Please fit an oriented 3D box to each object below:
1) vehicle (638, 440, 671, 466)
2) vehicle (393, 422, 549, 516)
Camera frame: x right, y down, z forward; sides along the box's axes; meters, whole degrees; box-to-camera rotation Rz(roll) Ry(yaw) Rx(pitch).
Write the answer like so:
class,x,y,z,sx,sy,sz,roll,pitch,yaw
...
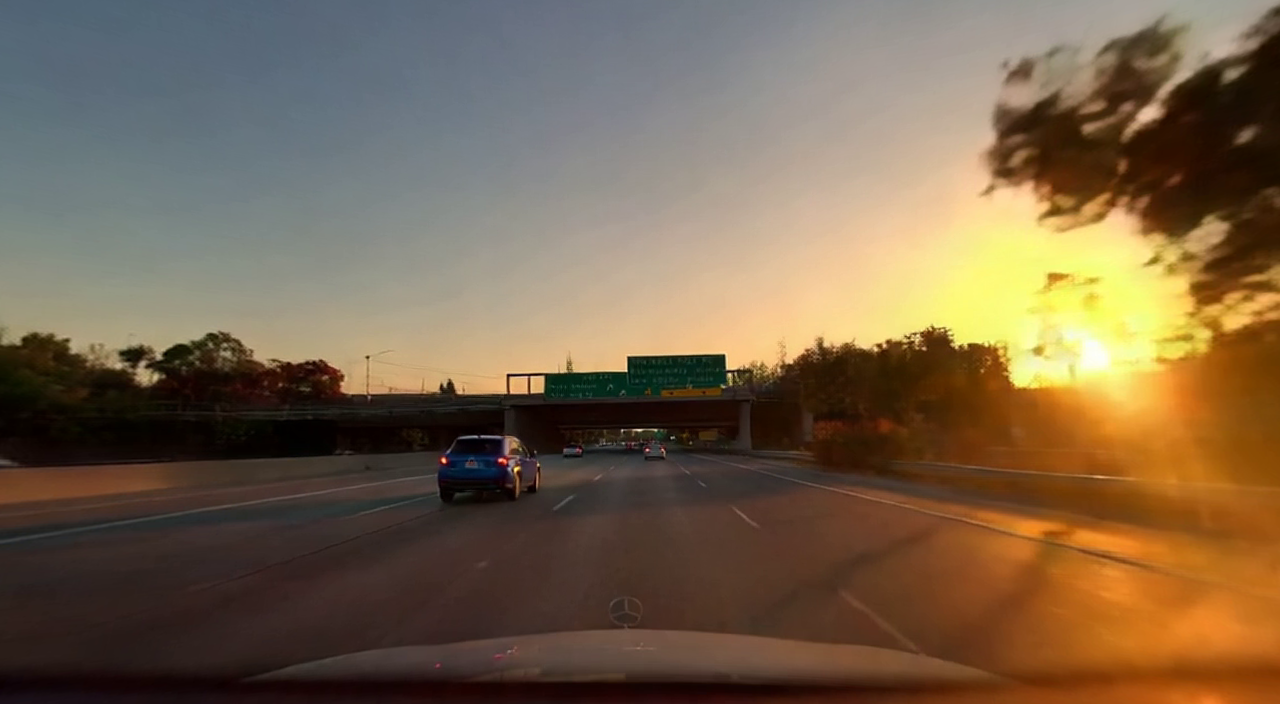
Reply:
class,x,y,z,sx,sy,sz,roll,pitch,yaw
vehicle,0.924,6.620,41.487,2.023,1.589,4.030,0,-9,0
vehicle,-3.536,2.566,14.285,2.214,1.759,4.435,-1,-9,1
